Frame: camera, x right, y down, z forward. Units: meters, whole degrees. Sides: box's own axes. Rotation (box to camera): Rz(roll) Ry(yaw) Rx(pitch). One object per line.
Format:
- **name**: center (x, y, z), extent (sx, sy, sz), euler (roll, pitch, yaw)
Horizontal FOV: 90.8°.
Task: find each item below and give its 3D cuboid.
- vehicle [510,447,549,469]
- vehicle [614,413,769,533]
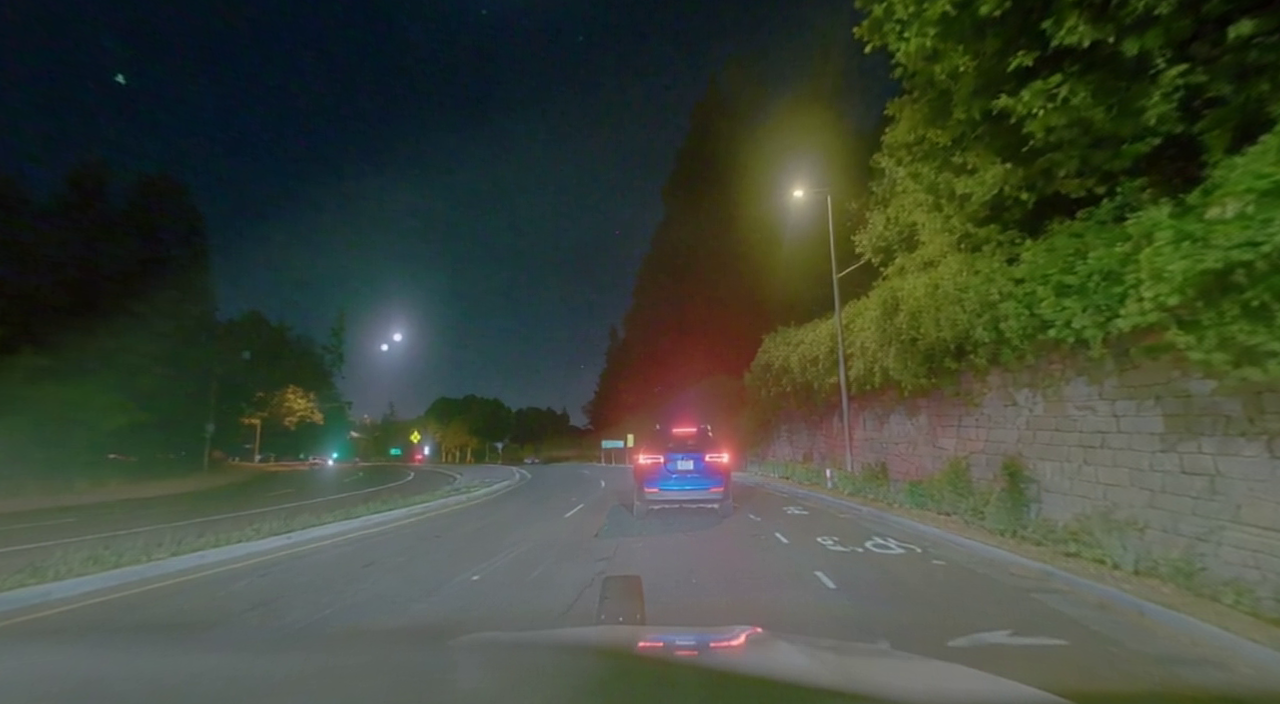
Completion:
- **vehicle**: center (-8.071, 7.685, 45.876), extent (2.023, 1.474, 4.286), euler (3, -9, -19)
- **vehicle**: center (0.738, 2.109, 11.584), extent (2.287, 1.762, 4.269), euler (0, -8, -1)
